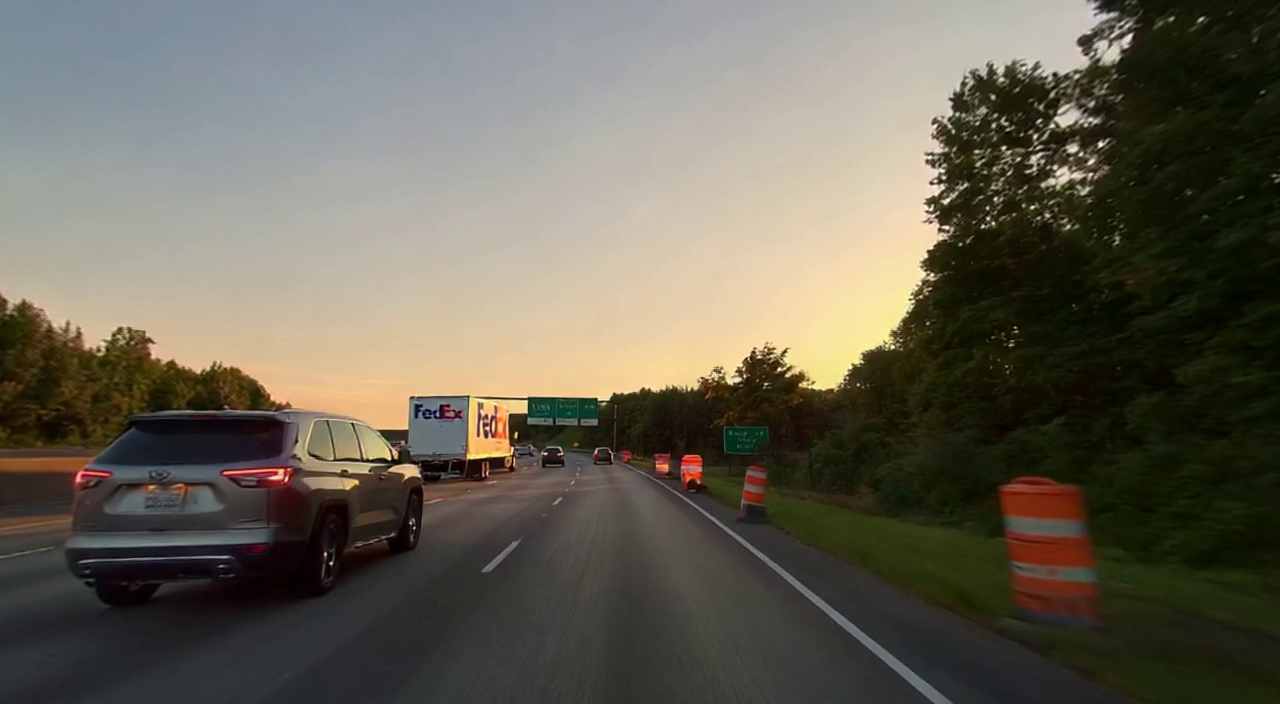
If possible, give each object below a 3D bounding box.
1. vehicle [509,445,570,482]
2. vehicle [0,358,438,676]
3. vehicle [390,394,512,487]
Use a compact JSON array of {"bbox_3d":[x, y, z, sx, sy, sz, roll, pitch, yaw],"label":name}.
[{"bbox_3d":[-4.352,4.906,28.029,2.192,1.478,4.591,0,-9,-3],"label":"vehicle"},{"bbox_3d":[-3.796,1.319,6.140,2.170,1.886,4.628,0,-9,-1],"label":"vehicle"},{"bbox_3d":[-7.565,3.784,26.764,2.870,3.266,8.589,0,-9,-3],"label":"vehicle"}]
